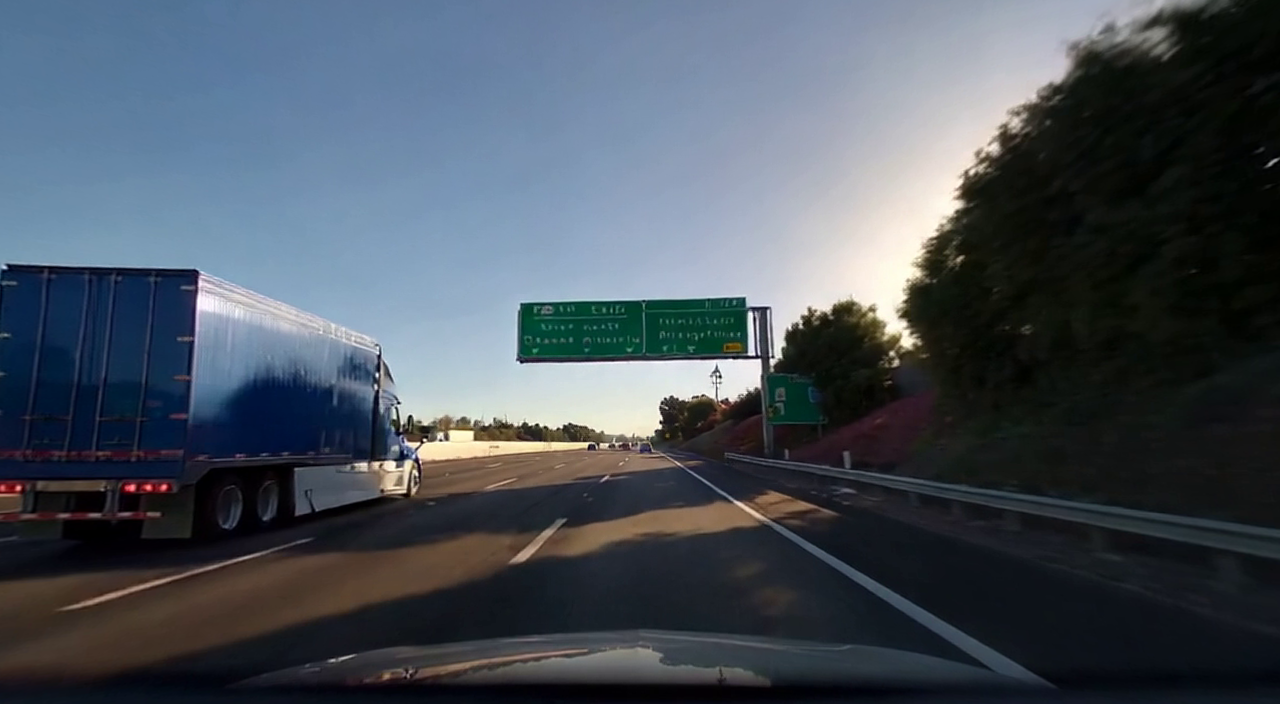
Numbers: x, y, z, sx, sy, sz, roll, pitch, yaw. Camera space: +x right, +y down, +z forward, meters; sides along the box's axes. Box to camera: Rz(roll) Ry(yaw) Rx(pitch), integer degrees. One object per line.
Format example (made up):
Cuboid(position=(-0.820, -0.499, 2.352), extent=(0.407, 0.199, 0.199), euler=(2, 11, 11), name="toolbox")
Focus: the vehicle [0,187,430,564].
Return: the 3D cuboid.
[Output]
Cuboid(position=(-6.786, 0.785, 10.855), extent=(2.996, 3.947, 8.600), euler=(0, -8, 2), name="vehicle")
